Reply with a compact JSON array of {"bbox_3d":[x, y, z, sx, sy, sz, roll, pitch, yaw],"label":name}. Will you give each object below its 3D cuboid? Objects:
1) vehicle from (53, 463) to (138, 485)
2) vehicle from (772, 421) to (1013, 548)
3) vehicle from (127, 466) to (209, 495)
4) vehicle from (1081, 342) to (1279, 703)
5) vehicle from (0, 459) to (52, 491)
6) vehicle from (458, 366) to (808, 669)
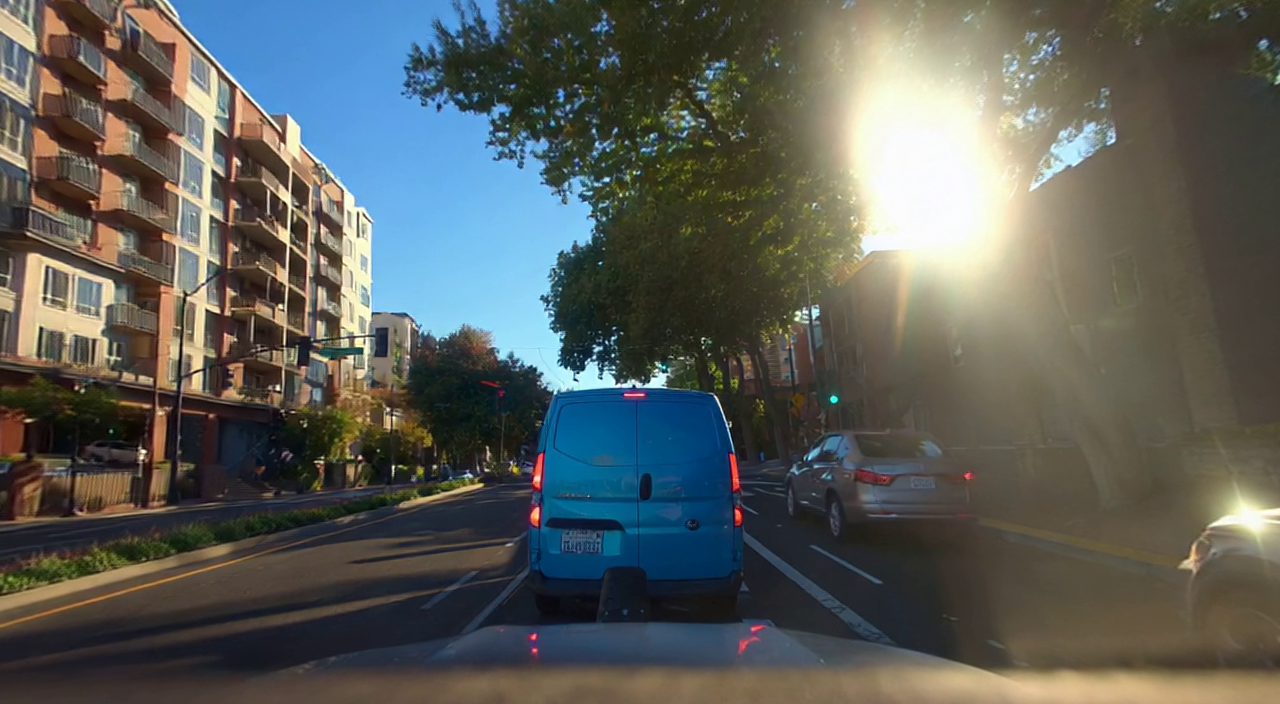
[{"bbox_3d":[-38.469,8.630,44.628,4.396,1.458,1.809,-1,-9,2],"label":"vehicle"},{"bbox_3d":[3.908,2.137,10.910,2.061,1.676,4.734,0,-9,-2],"label":"vehicle"},{"bbox_3d":[-33.262,9.067,44.514,4.292,1.492,1.772,-6,-14,-1],"label":"vehicle"},{"bbox_3d":[3.809,0.696,1.765,2.157,1.748,4.130,0,-9,1],"label":"vehicle"},{"bbox_3d":[-35.544,6.837,35.154,3.843,1.680,1.782,-1,-9,5],"label":"vehicle"},{"bbox_3d":[-0.040,1.318,6.037,2.101,1.828,4.270,0,-9,0],"label":"vehicle"}]
